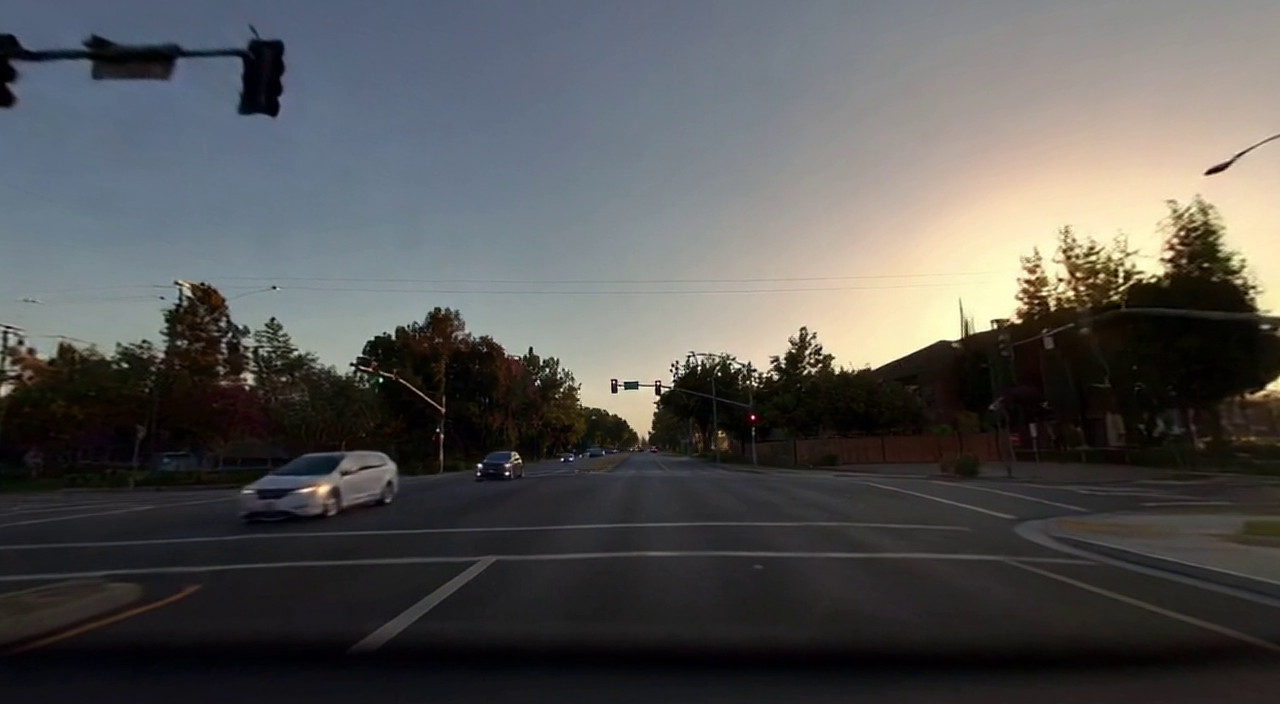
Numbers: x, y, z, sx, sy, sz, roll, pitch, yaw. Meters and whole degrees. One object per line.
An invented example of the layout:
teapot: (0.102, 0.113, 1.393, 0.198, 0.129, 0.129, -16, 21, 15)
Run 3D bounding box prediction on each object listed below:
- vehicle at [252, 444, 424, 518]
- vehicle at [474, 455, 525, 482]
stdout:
vehicle: (-8.554, 3.674, 18.657, 2.206, 1.836, 5.559, 0, -9, 2)
vehicle: (-8.554, 7.133, 38.713, 2.099, 1.468, 4.126, -1, -9, 2)
